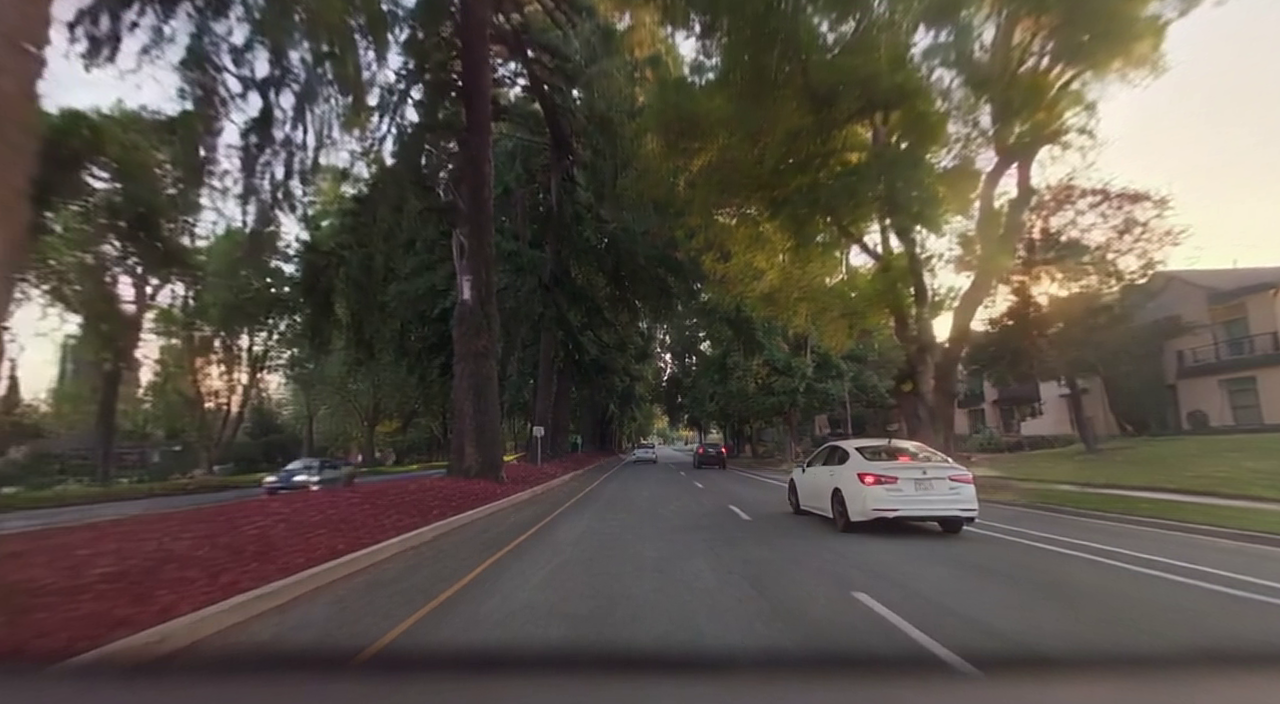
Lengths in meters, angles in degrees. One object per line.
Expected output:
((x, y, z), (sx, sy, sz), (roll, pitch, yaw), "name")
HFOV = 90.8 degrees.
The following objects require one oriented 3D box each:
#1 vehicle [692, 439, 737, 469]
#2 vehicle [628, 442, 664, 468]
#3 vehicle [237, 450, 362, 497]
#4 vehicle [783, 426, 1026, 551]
((4.271, 5.965, 37.020), (2.074, 1.652, 4.340), (0, -8, 0), "vehicle")
((0.315, 6.214, 38.158), (2.082, 1.473, 4.028), (0, -8, 0), "vehicle")
((-11.836, 4.226, 22.400), (1.907, 1.456, 4.520), (0, -8, 0), "vehicle")
((3.737, 1.991, 9.909), (1.985, 1.529, 4.147), (0, -8, 0), "vehicle")
